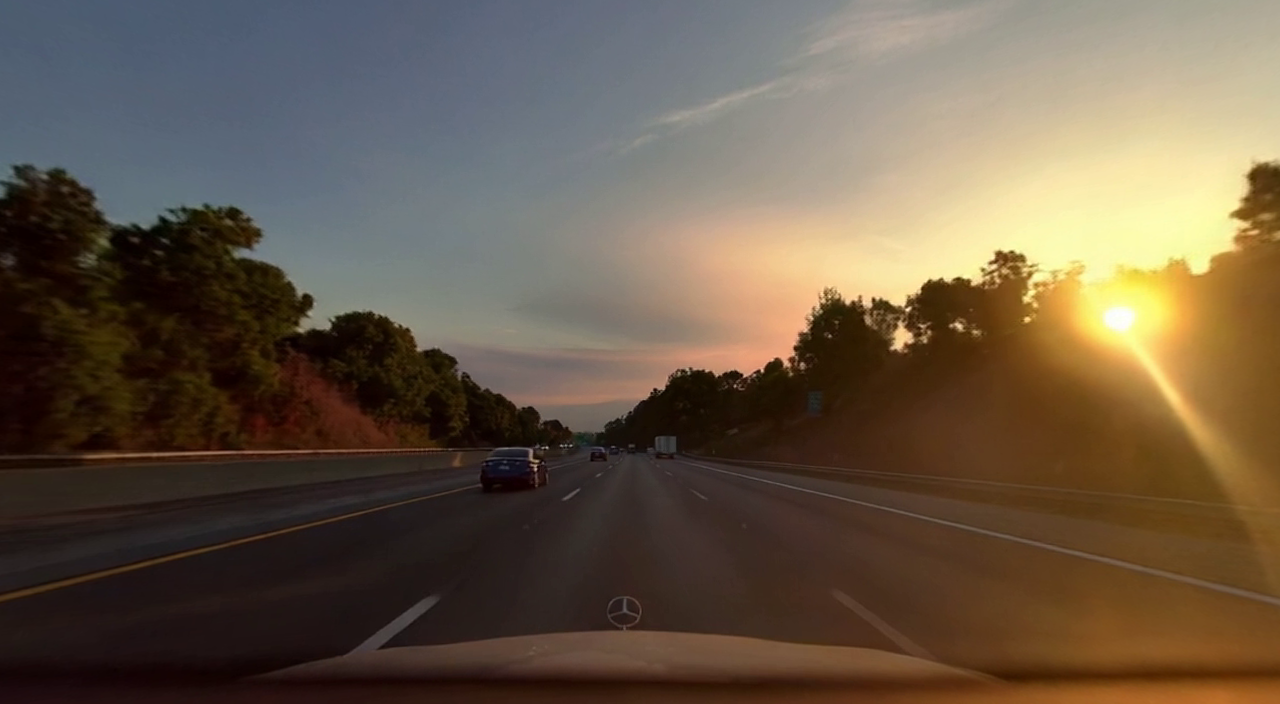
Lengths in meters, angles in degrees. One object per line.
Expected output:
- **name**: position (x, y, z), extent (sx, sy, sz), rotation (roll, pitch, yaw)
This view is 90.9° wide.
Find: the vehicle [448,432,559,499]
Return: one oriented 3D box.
- **vehicle**: position (-3.751, 3.224, 18.221), extent (2.108, 1.666, 4.558), rotation (0, -9, 1)
